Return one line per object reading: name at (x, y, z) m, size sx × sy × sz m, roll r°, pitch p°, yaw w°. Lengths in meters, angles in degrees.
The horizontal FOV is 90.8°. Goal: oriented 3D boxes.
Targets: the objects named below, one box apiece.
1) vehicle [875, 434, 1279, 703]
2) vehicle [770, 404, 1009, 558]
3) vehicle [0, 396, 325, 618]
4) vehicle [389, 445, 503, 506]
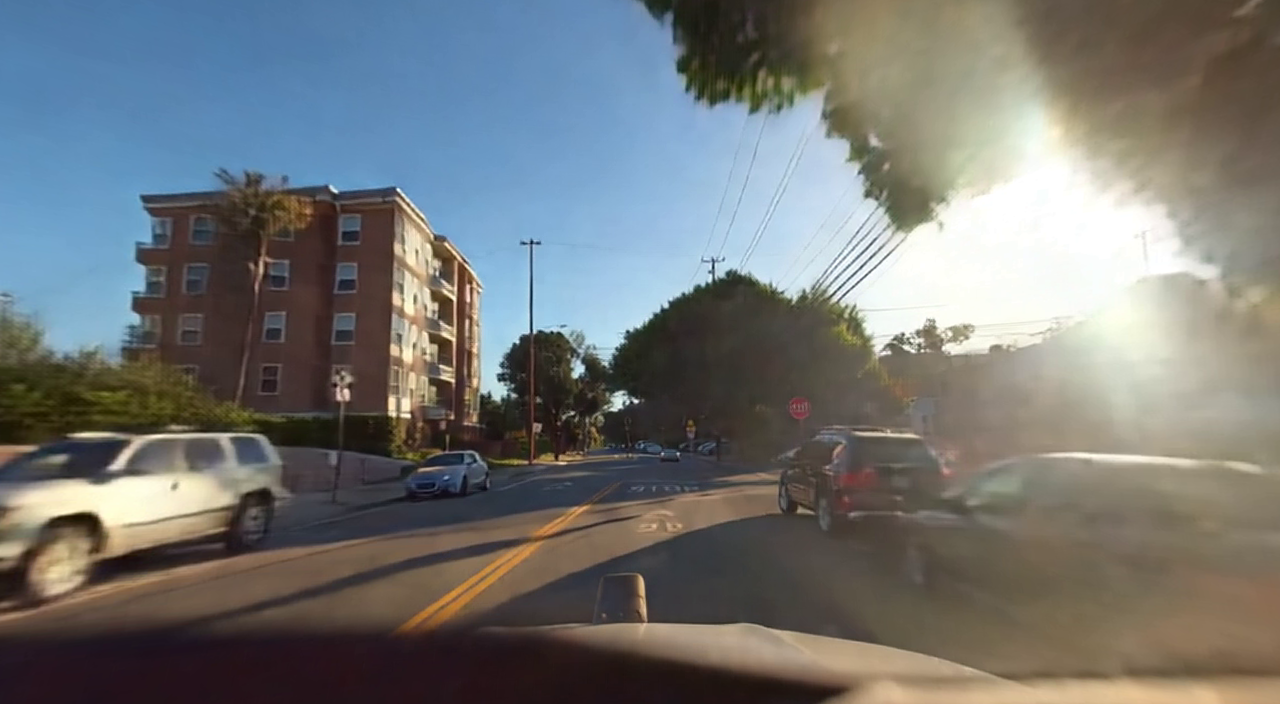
vehicle at (3.434, 1.396, 4.697) m, size 1.861 × 1.457 × 4.470 m, roll -1°, pitch -9°, yaw 3°
vehicle at (3.896, 2.113, 11.027) m, size 2.300 × 1.913 × 4.896 m, roll 4°, pitch -9°, yaw 2°
vehicle at (-6.569, 1.757, 8.157) m, size 2.158 × 1.929 × 5.184 m, roll -1°, pitch -9°, yaw 2°
vehicle at (-5.815, 3.710, 19.551) m, size 1.922 × 1.505 × 4.502 m, roll -4°, pitch -8°, yaw 3°
